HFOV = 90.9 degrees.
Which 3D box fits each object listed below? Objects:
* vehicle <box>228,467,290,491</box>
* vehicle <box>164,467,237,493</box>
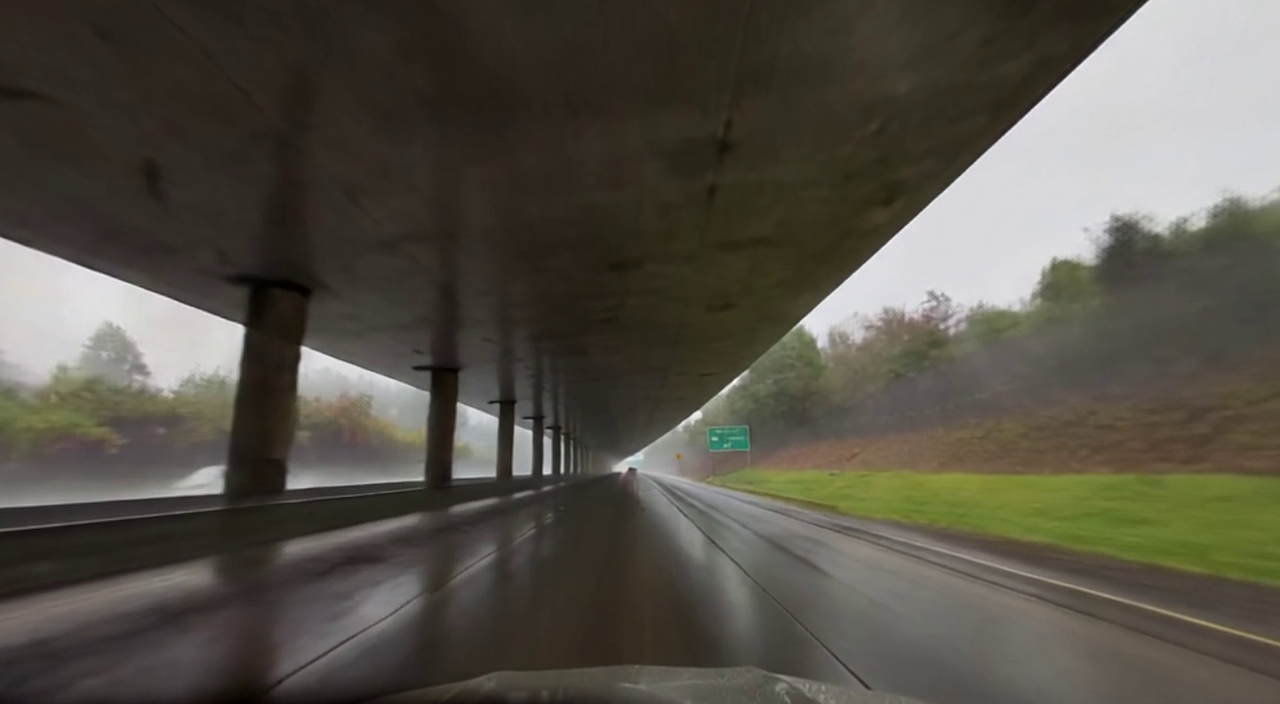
[{"bbox_3d":[-26.128,8.720,43.320,1.823,1.534,3.726,1,-10,1],"label":"vehicle"},{"bbox_3d":[-30.487,8.848,43.848,1.904,1.675,4.320,1,-10,0],"label":"vehicle"}]
